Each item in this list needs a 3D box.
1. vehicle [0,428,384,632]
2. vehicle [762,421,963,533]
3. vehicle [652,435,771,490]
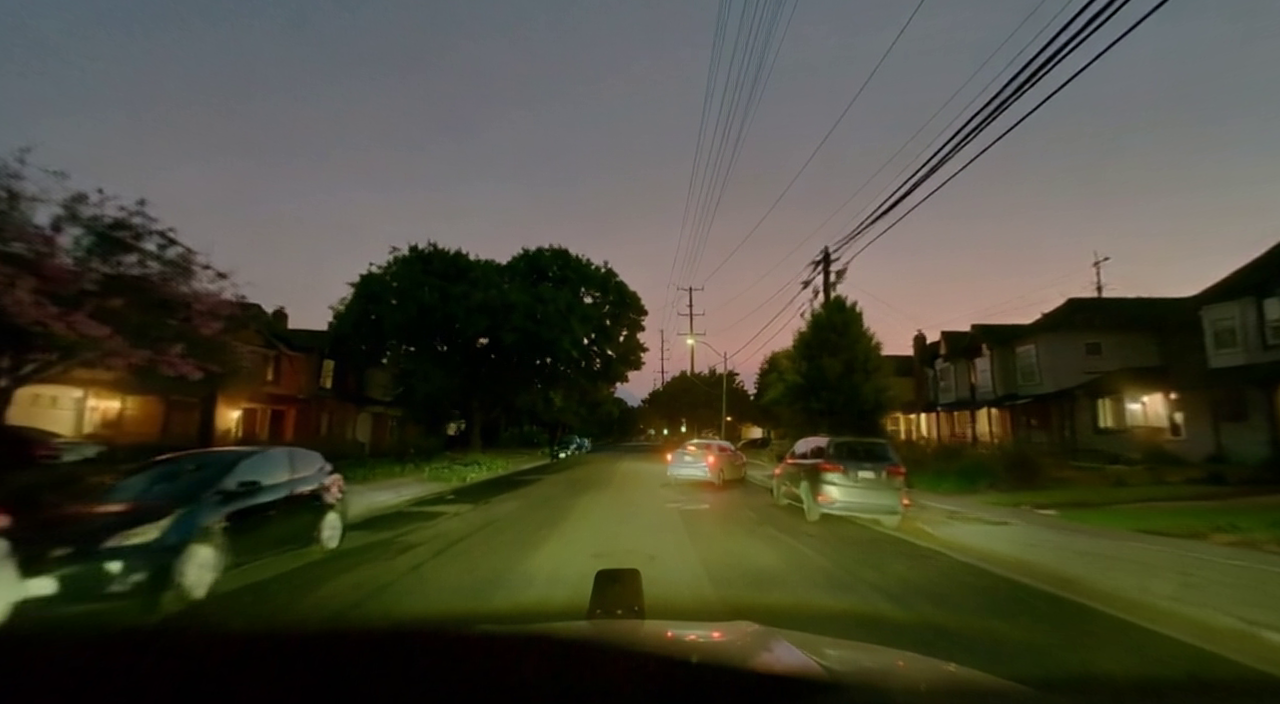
[{"bbox_3d":[-4.765,1.624,6.932,1.810,1.446,4.668,0,-8,2],"label":"vehicle"},{"bbox_3d":[3.811,2.224,11.842,2.103,1.679,4.386,0,-8,-1],"label":"vehicle"},{"bbox_3d":[2.312,3.277,19.122,2.075,1.449,4.526,-4,-9,27],"label":"vehicle"}]
